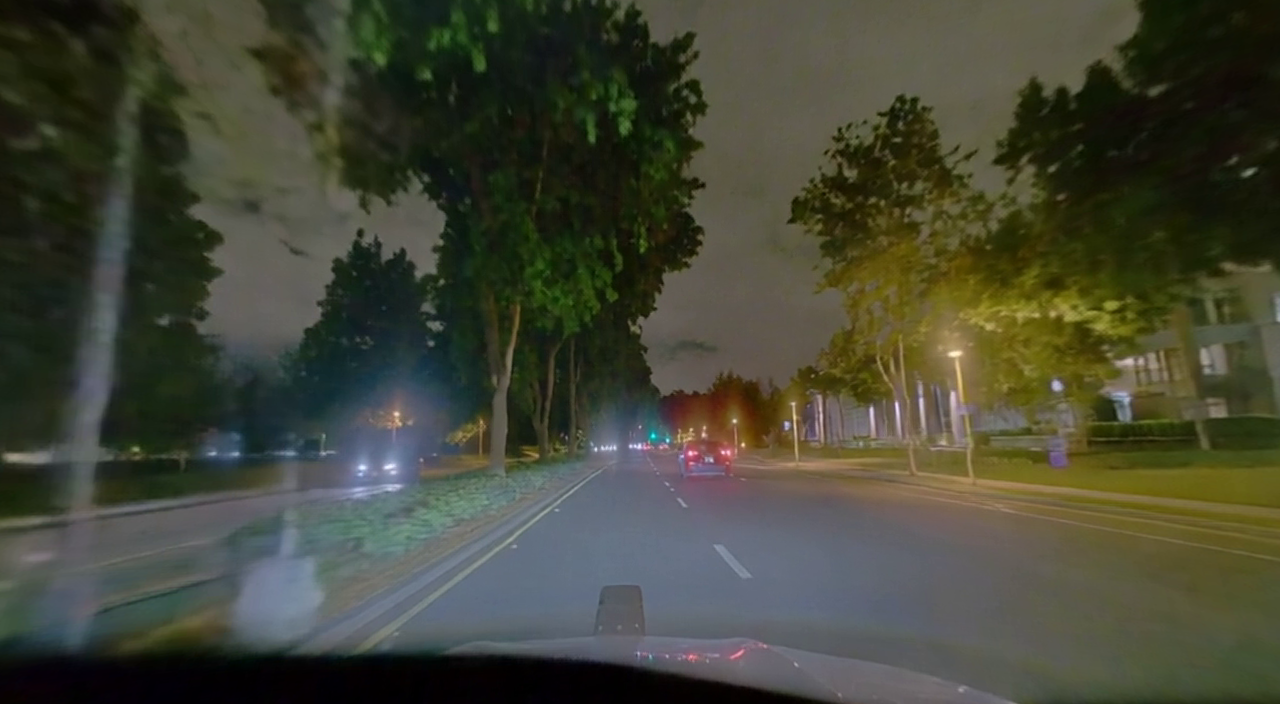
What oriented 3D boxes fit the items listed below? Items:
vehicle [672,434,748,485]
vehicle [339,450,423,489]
[{"bbox_3d":[2.566,4.088,24.301,2.240,1.740,4.605,0,-8,-2],"label":"vehicle"},{"bbox_3d":[-12.228,5.536,30.211,1.888,1.615,5.012,0,-8,0],"label":"vehicle"}]
